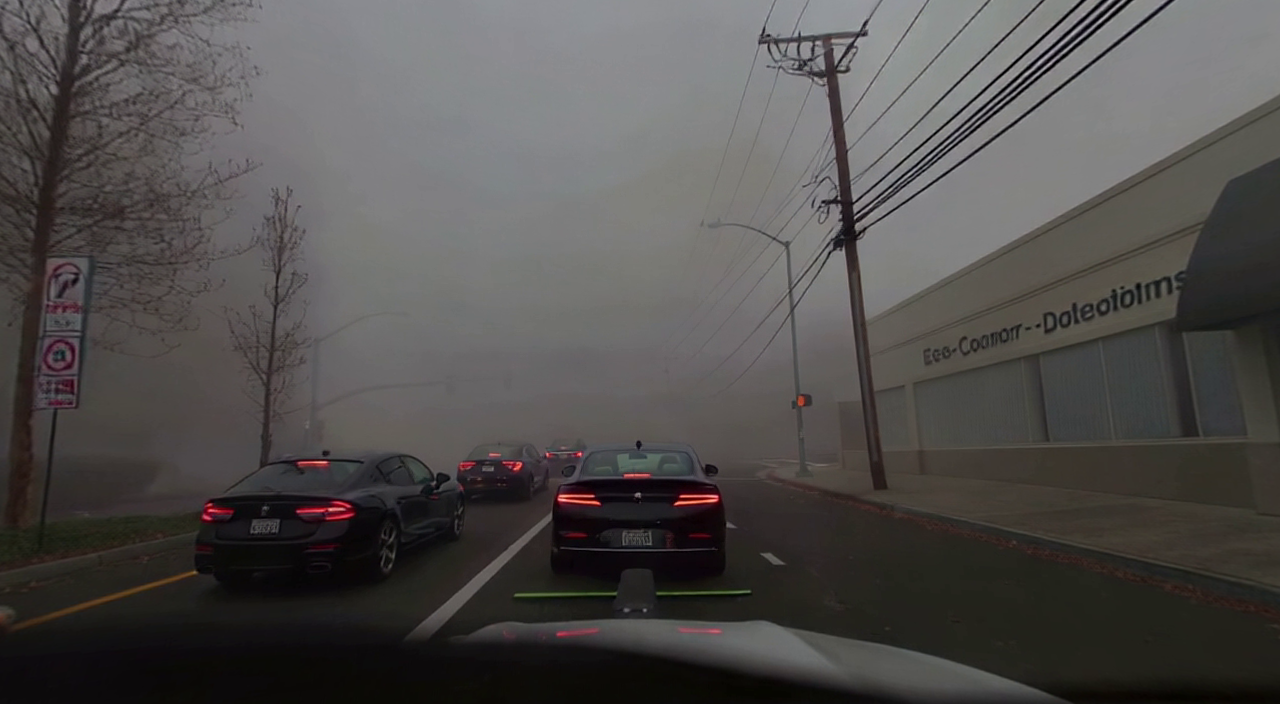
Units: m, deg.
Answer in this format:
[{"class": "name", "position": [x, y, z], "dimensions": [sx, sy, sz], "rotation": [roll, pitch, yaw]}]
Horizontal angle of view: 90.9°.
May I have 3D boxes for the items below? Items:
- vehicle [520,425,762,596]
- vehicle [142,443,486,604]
[{"class": "vehicle", "position": [-0.004, 1.678, 7.535], "dimensions": [2.101, 1.469, 3.955], "rotation": [0, -9, 0]}, {"class": "vehicle", "position": [-3.228, 1.735, 7.322], "dimensions": [1.765, 1.319, 4.013], "rotation": [0, -9, 2]}]
